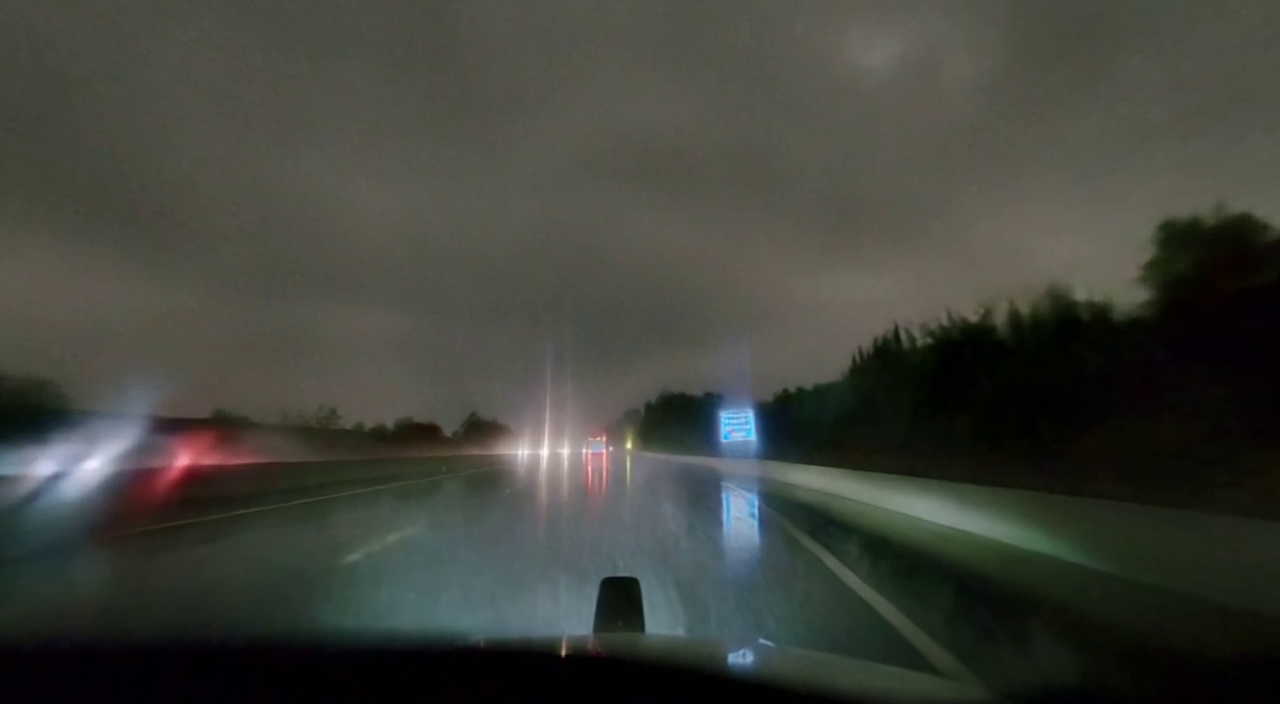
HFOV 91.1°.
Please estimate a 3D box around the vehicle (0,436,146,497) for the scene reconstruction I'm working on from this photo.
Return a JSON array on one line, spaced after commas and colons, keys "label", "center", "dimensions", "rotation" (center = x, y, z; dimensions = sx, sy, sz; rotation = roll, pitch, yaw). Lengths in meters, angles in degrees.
[{"label": "vehicle", "center": [-19.044, 3.740, 20.808], "dimensions": [1.982, 1.775, 4.245], "rotation": [0, -9, -3]}]
